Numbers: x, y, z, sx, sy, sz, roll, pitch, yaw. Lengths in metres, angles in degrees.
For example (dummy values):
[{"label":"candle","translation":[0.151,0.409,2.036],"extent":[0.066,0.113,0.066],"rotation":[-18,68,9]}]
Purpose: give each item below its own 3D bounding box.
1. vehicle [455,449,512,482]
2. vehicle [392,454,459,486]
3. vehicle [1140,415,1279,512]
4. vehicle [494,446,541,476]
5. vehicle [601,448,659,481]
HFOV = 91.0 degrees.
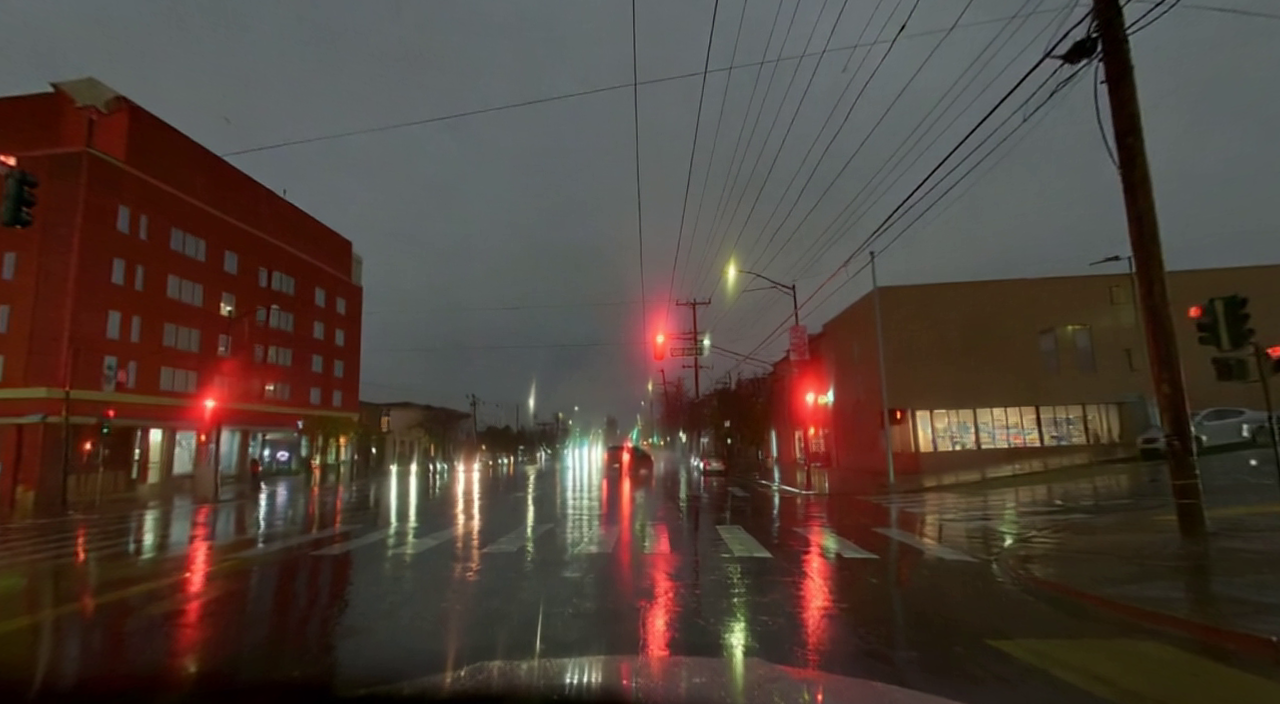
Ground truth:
[{"label":"vehicle","translation":[-8.703,6.324,35.297],"extent":[2.020,1.672,3.842],"rotation":[0,-9,3]},{"label":"vehicle","translation":[-12.005,6.601,35.591],"extent":[1.943,1.574,4.727],"rotation":[0,-9,3]},{"label":"vehicle","translation":[12.653,2.207,12.755],"extent":[3.234,1.746,1.941],"rotation":[-2,-10,1]},{"label":"vehicle","translation":[-8.195,7.316,42.578],"extent":[2.096,1.830,4.752],"rotation":[0,-9,2]},{"label":"vehicle","translation":[-0.461,6.022,34.016],"extent":[2.120,1.650,4.525],"rotation":[-2,-9,13]}]
